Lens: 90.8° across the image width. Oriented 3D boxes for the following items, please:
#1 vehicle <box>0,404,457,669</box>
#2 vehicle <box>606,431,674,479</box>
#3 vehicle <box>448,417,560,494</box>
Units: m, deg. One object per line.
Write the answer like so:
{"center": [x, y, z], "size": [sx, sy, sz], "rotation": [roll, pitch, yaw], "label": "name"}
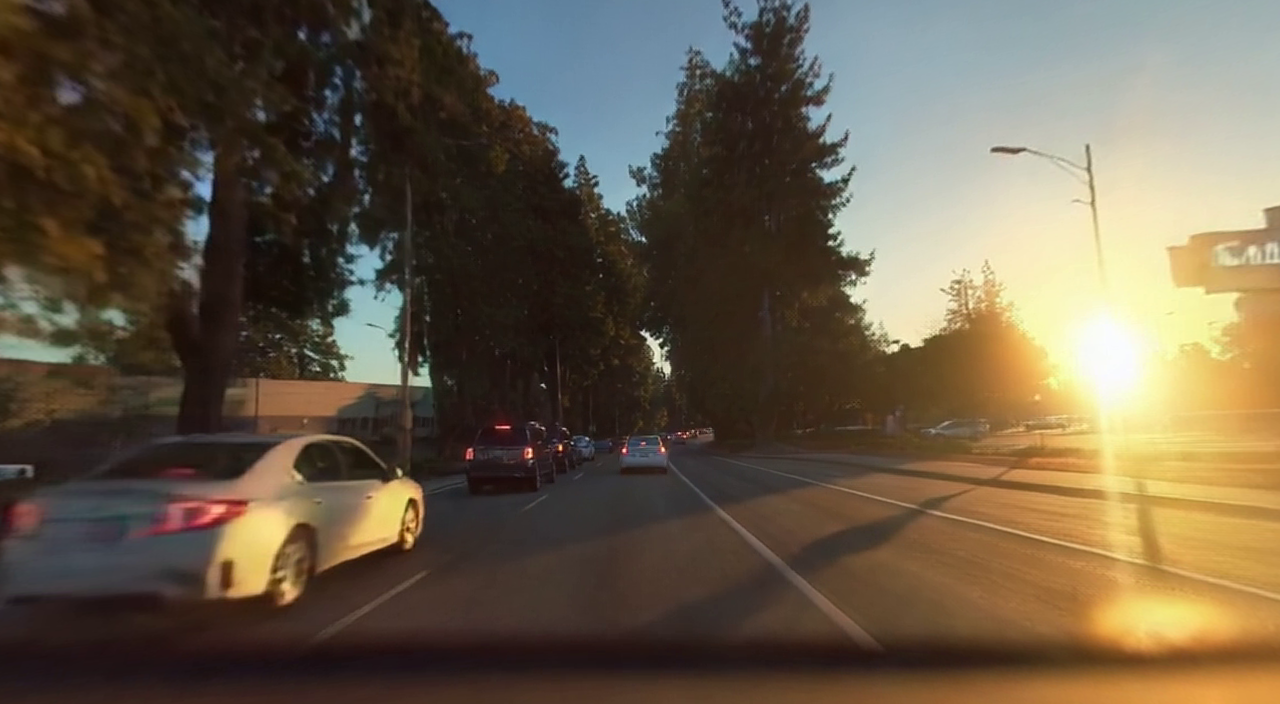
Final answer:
{"center": [-3.453, 1.374, 5.869], "size": [2.139, 1.487, 4.453], "rotation": [0, -8, 0], "label": "vehicle"}
{"center": [-0.027, 3.512, 21.792], "size": [2.126, 1.475, 3.967], "rotation": [0, -8, -1], "label": "vehicle"}
{"center": [-3.400, 2.695, 16.733], "size": [2.046, 1.751, 4.208], "rotation": [0, -8, 0], "label": "vehicle"}
